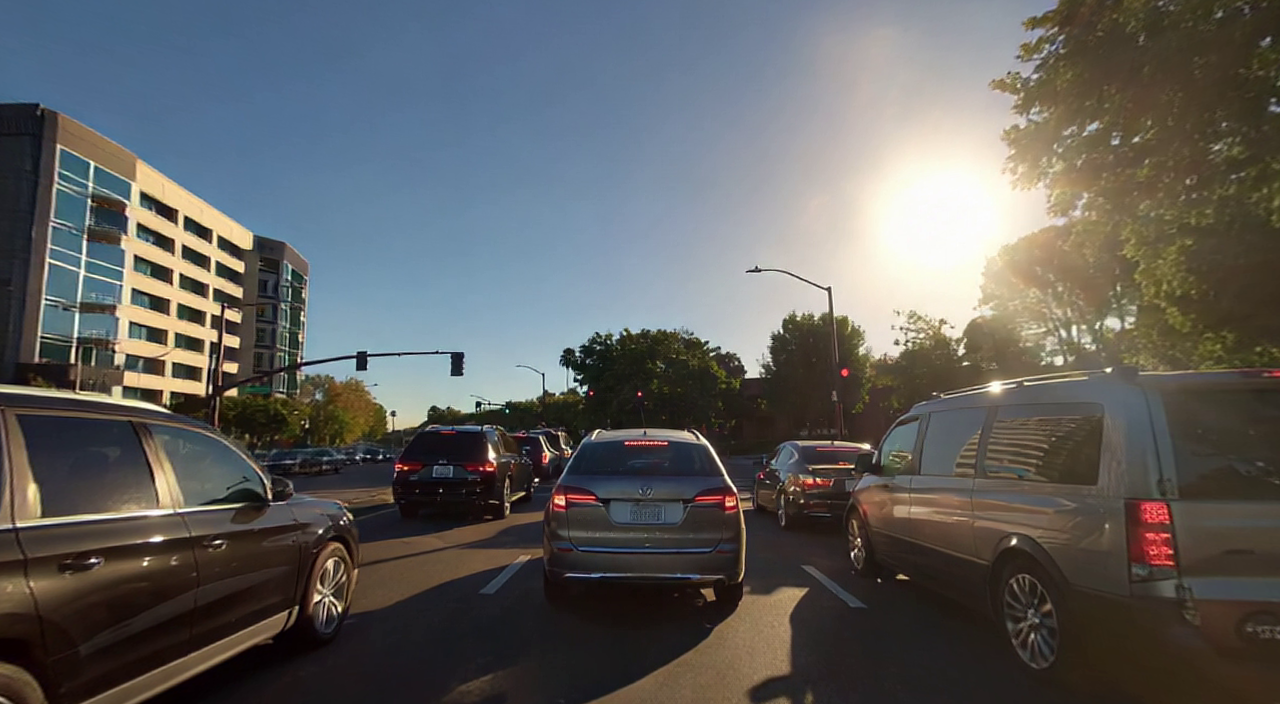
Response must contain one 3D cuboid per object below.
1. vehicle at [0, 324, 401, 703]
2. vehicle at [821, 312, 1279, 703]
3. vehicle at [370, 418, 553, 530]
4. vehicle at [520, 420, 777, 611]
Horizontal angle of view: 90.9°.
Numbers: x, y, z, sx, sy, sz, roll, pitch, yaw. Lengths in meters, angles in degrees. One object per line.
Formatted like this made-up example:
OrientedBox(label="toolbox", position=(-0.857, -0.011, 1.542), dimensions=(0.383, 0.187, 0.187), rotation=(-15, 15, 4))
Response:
OrientedBox(label="vehicle", position=(-3.125, 0.953, 3.302), dimensions=(1.982, 1.721, 4.261), rotation=(0, -8, 1))
OrientedBox(label="vehicle", position=(3.216, 1.098, 4.724), dimensions=(2.141, 1.833, 4.704), rotation=(0, -8, -2))
OrientedBox(label="vehicle", position=(-3.183, 2.299, 12.449), dimensions=(2.117, 1.772, 4.619), rotation=(0, -8, 2))
OrientedBox(label="vehicle", position=(0.029, 1.586, 7.023), dimensions=(2.021, 1.490, 3.948), rotation=(0, -8, -1))
